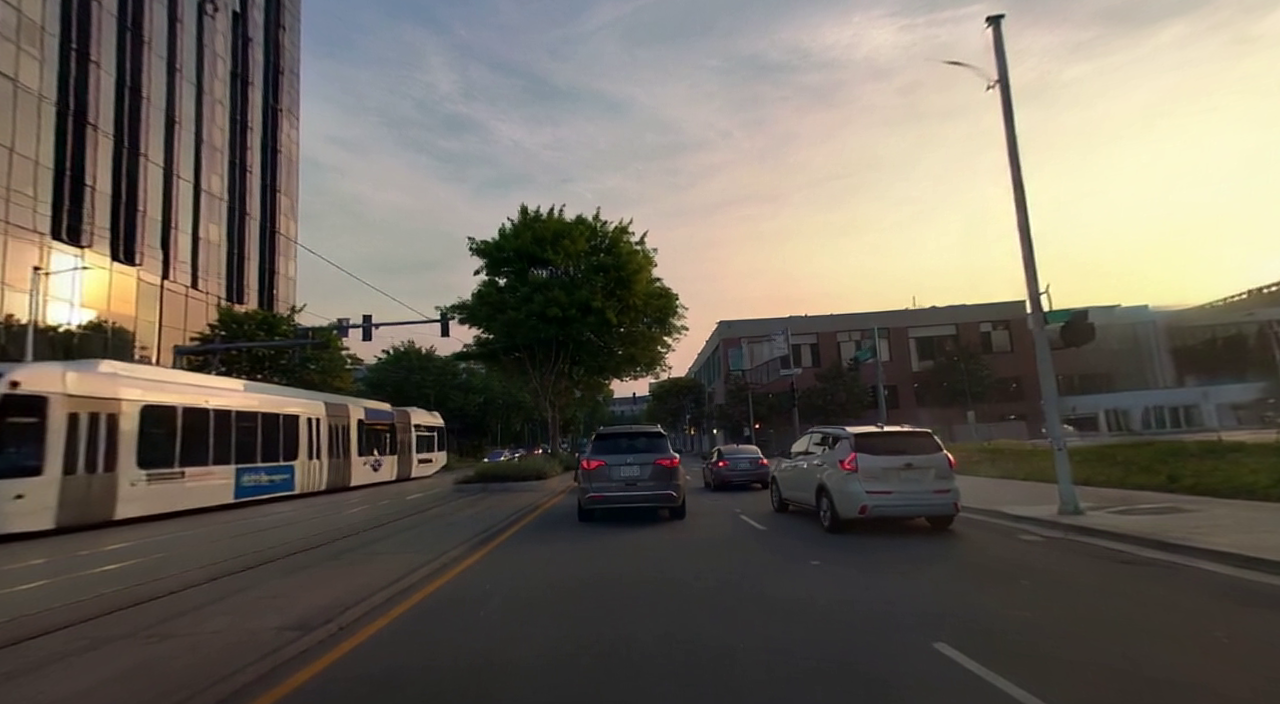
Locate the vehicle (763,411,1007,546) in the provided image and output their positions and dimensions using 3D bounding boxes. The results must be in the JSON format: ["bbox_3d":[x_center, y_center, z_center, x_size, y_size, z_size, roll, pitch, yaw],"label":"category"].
[{"bbox_3d":[3.597,1.960,10.454,2.029,1.717,4.624,0,-8,-2],"label":"vehicle"}]

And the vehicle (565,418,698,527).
[{"bbox_3d":[-0.192,2.301,12.587,2.178,1.779,4.255,0,-8,-1],"label":"vehicle"}]

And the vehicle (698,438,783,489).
[{"bbox_3d":[3.181,3.625,20.926,1.993,1.480,4.324,0,-8,-2],"label":"vehicle"}]

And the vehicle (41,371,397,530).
[{"bbox_3d":[-10.971,2.852,18.730,3.053,3.359,10.539,0,-8,2],"label":"vehicle"}]
